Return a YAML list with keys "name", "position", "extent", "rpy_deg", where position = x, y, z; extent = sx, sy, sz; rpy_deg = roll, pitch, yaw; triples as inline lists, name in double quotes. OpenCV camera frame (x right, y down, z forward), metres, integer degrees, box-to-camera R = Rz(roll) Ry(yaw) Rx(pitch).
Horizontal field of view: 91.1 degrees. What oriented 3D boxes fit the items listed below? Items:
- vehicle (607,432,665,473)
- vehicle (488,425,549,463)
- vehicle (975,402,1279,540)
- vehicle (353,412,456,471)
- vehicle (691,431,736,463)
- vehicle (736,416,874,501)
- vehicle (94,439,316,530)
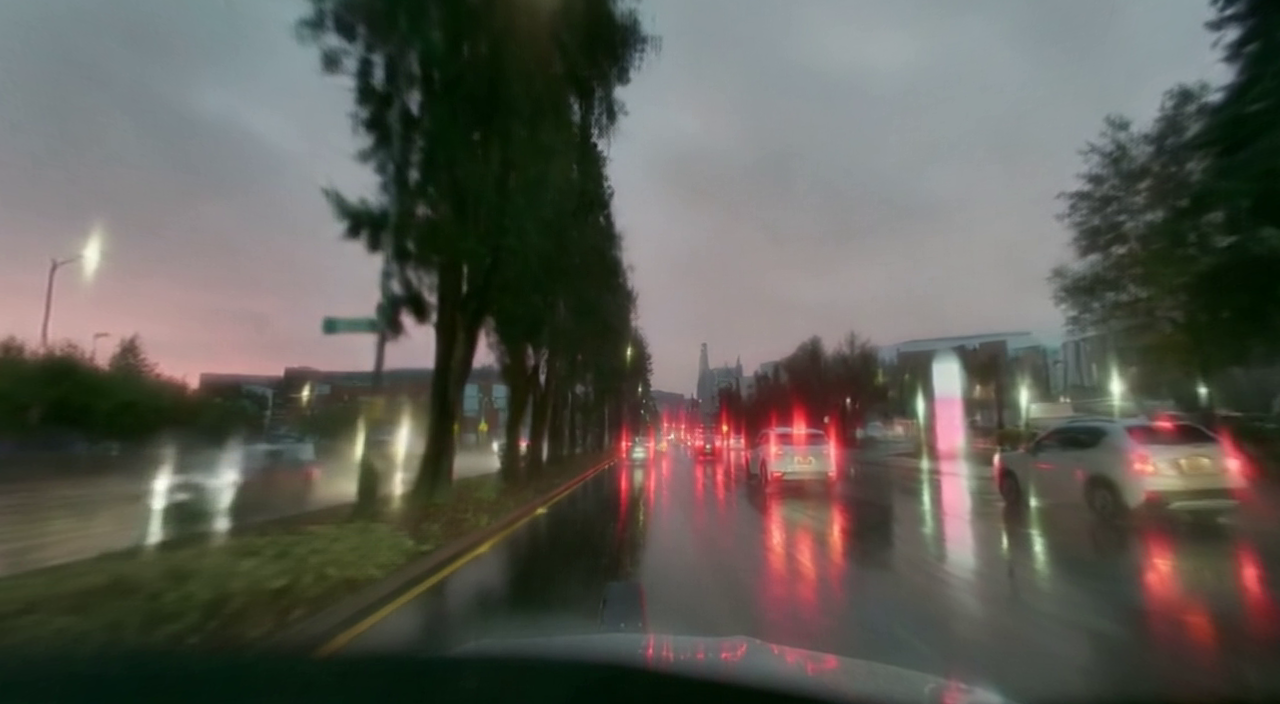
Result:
- name: "vehicle"
  position: [-0.129, 4.004, 25.095]
  extent: [2.111, 1.506, 4.018]
  rpy_deg: [0, -8, 1]
- name: "vehicle"
  position: [-7.475, 5.757, 39.195]
  extent: [2.469, 2.200, 5.517]
  rpy_deg: [0, -9, 3]
- name: "vehicle"
  position: [7.619, 1.815, 10.110]
  extent: [2.008, 1.714, 4.407]
  rpy_deg: [0, -9, 1]
- name: "vehicle"
  position: [-11.025, 4.306, 30.046]
  extent: [2.585, 2.507, 5.743]
  rpy_deg: [0, -9, 1]
- name: "vehicle"
  position: [4.093, 5.384, 35.717]
  extent: [1.982, 1.709, 4.427]
  rpy_deg: [0, -8, 0]
- name: "vehicle"
  position: [3.709, 2.499, 15.024]
  extent: [2.130, 1.718, 4.310]
  rpy_deg: [0, -8, 0]
- name: "vehicle"
  position: [-7.982, 2.418, 11.999]
  extent: [1.617, 1.448, 3.609]
  rpy_deg: [0, -9, 0]
